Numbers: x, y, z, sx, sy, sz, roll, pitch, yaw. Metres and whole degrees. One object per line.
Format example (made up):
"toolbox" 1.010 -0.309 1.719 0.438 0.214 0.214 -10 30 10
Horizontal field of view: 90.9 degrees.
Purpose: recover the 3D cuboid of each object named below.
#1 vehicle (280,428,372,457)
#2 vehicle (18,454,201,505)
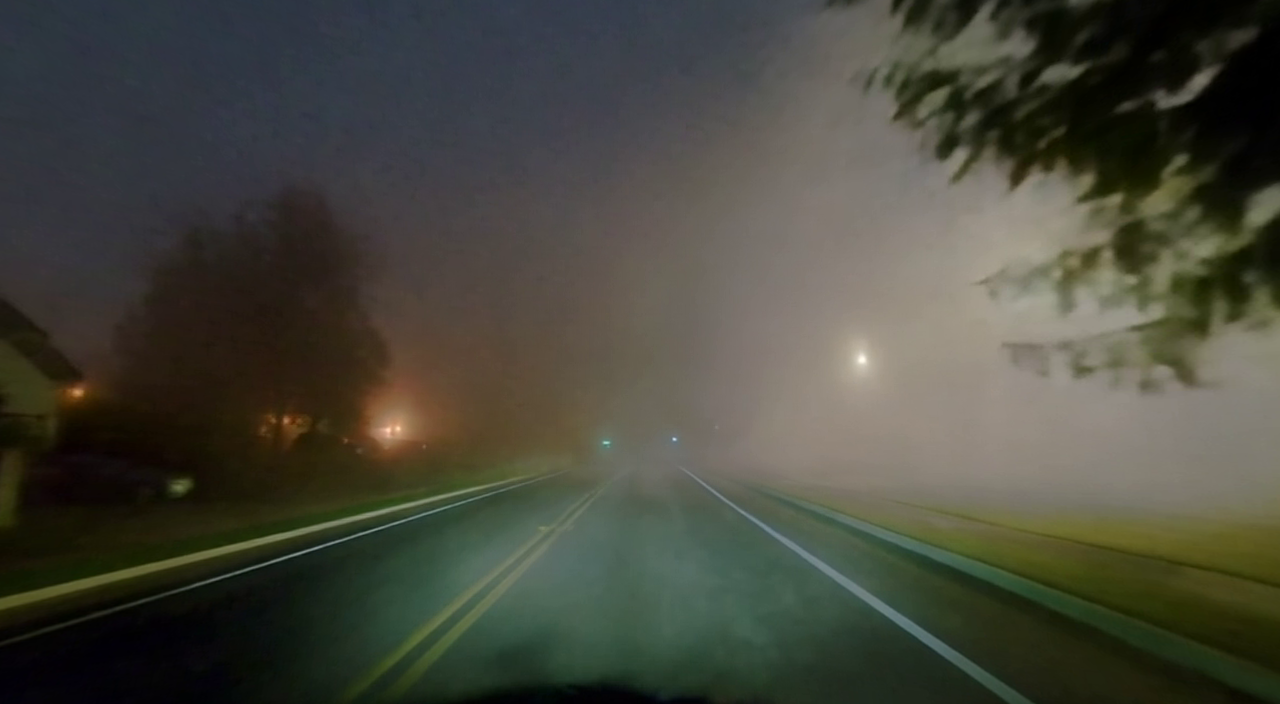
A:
"vehicle" -19.993 5.785 40.320 4.640 1.765 2.242 0 -8 -3
"vehicle" -17.787 4.266 21.303 4.366 1.589 1.970 0 -8 1
